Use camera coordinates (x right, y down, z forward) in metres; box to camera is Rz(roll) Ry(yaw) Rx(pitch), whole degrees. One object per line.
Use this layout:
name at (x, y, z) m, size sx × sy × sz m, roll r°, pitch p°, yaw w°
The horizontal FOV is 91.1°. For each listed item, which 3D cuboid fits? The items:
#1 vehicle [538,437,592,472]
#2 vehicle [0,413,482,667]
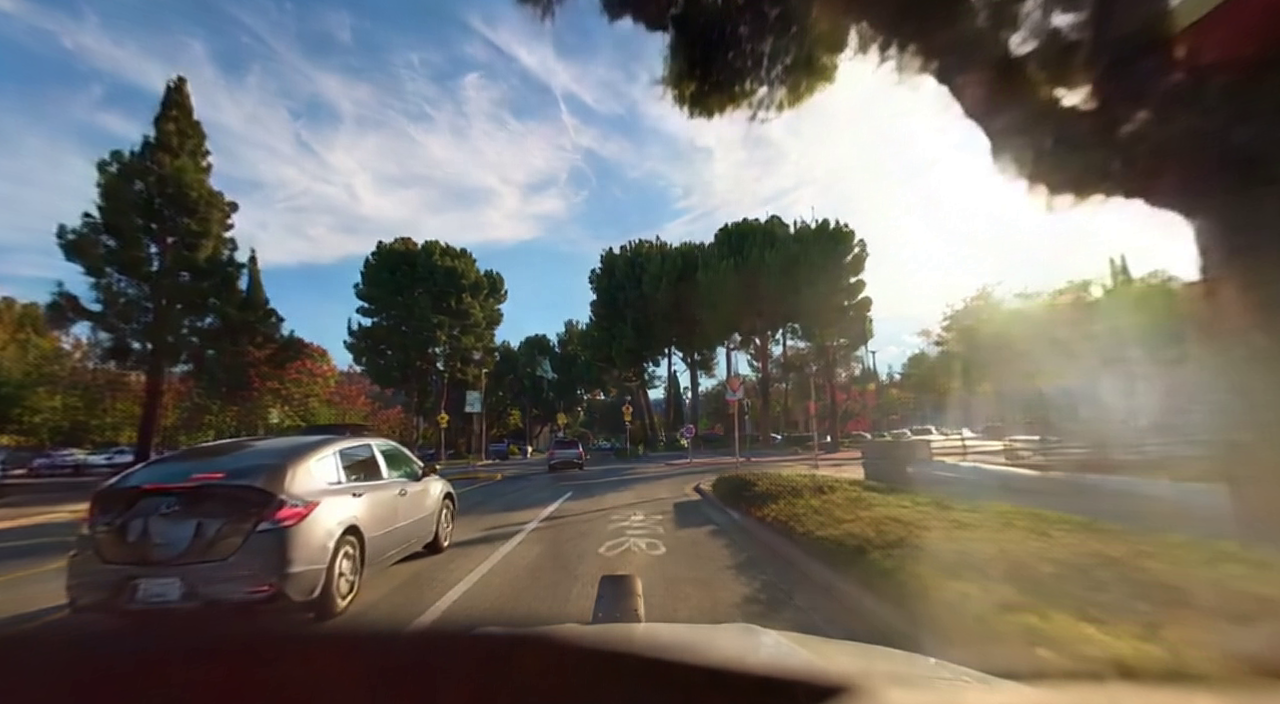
vehicle at (-3.229, 4.481, 27.840) m, size 1.962 × 1.424 × 4.289 m, roll 0°, pitch -8°, yaw -1°
vehicle at (-3.023, 1.412, 5.956) m, size 1.853 × 1.478 × 4.381 m, roll 0°, pitch -8°, yaw 1°
